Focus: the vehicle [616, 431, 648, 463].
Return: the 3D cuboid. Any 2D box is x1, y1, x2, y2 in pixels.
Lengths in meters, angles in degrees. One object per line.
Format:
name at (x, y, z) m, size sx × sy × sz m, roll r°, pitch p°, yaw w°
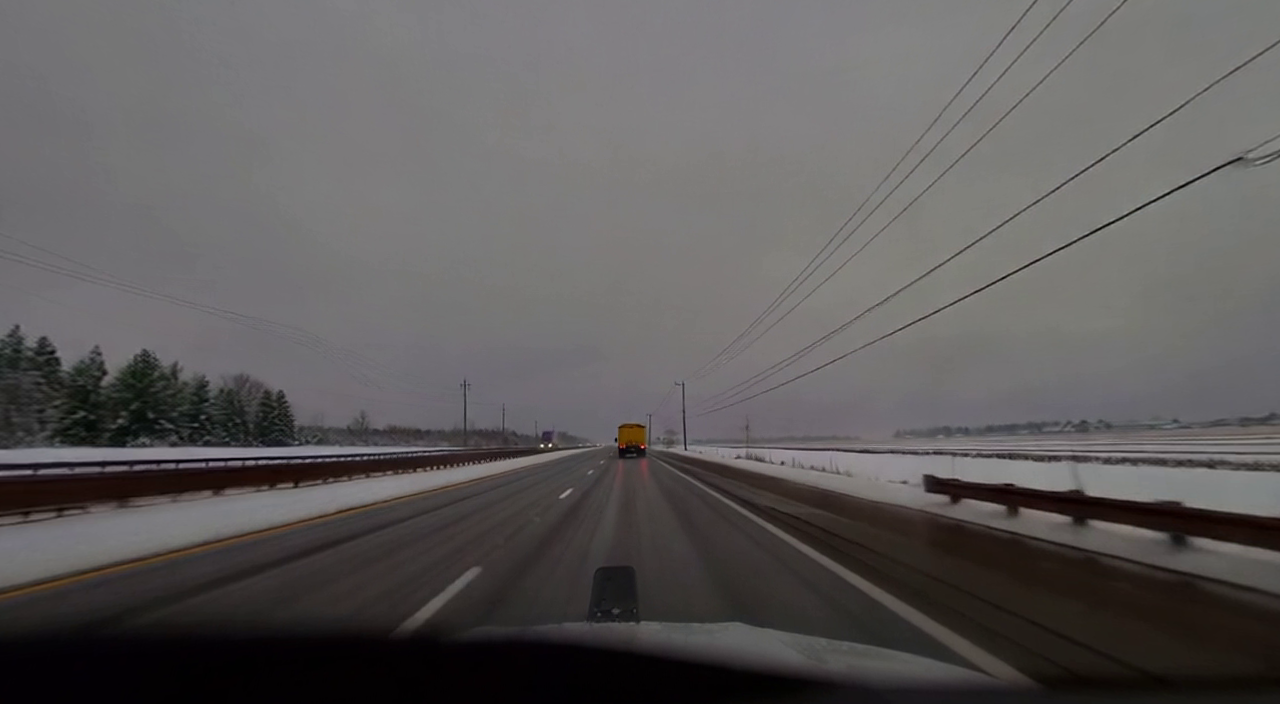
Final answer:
vehicle at (-0.651, 6.898, 45.839) m, size 2.240 × 2.129 × 4.480 m, roll 0°, pitch -8°, yaw -2°
